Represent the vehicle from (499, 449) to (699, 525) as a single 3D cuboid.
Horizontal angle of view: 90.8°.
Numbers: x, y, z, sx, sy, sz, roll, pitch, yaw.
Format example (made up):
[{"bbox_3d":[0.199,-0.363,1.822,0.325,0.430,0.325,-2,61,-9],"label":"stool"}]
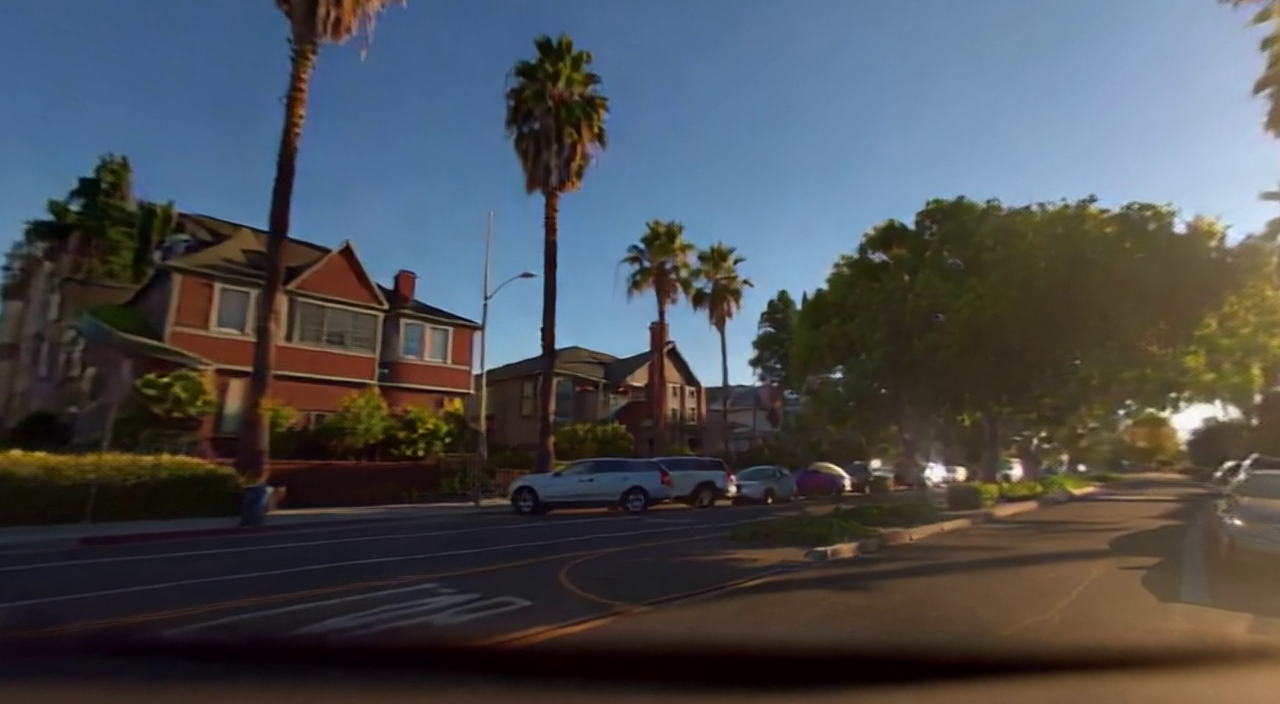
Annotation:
[{"bbox_3d":[-1.094,3.466,16.746,4.866,1.752,1.998,-4,-10,24],"label":"vehicle"}]
